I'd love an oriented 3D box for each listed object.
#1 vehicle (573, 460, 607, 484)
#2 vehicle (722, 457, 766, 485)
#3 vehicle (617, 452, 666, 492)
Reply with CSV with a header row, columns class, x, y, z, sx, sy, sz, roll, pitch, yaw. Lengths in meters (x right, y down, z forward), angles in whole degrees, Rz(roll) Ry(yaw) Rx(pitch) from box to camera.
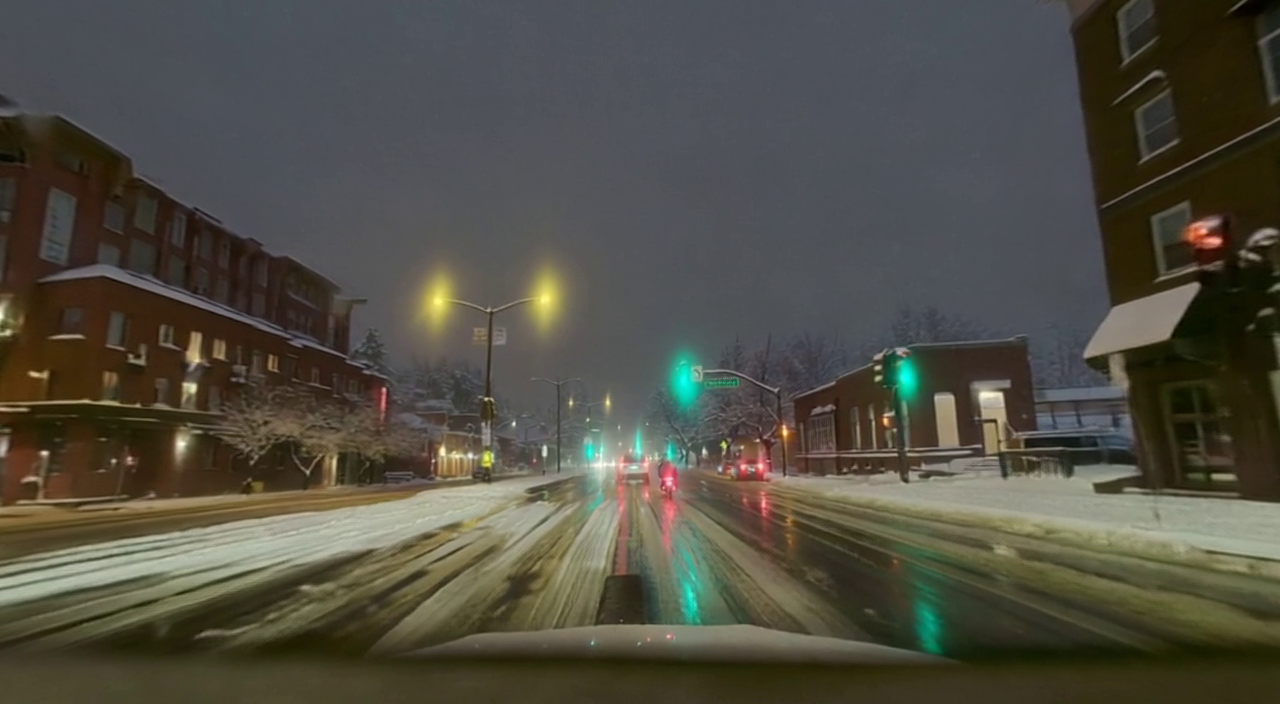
class,x,y,z,sx,sy,sz,roll,pitch,yaw
vehicle,-3.328,8.045,42.591,2.014,1.470,4.552,0,-9,-1
vehicle,6.729,7.691,41.119,2.069,1.590,4.066,0,-9,-1
vehicle,-0.004,5.797,30.944,2.223,1.775,4.250,0,-9,-1
